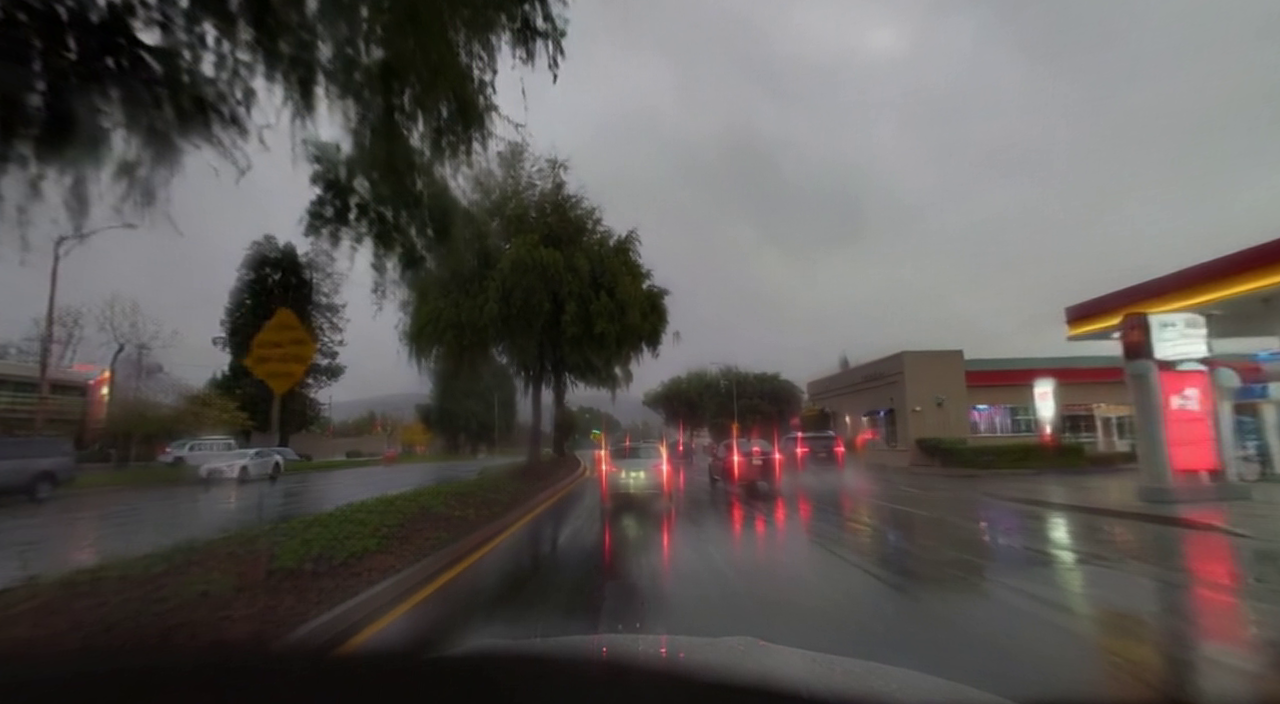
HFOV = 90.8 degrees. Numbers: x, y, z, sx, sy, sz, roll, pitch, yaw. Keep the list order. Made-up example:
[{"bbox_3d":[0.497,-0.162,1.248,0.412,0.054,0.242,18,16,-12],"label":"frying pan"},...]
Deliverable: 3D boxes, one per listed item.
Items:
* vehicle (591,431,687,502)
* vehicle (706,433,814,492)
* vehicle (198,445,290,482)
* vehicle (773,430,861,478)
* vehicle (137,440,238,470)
[{"bbox_3d":[-0.012,2.730,15.384,2.052,1.488,3.779,0,-8,0],"label":"vehicle"},{"bbox_3d":[3.296,3.162,18.432,2.124,1.476,4.730,0,-8,-1],"label":"vehicle"},{"bbox_3d":[-19.320,5.430,31.077,1.903,1.706,3.994,0,-8,0],"label":"vehicle"},{"bbox_3d":[7.136,4.182,26.129,2.117,1.757,4.969,0,-8,-1],"label":"vehicle"},{"bbox_3d":[-28.163,6.401,39.447,4.699,1.775,2.007,0,-9,1],"label":"vehicle"}]
